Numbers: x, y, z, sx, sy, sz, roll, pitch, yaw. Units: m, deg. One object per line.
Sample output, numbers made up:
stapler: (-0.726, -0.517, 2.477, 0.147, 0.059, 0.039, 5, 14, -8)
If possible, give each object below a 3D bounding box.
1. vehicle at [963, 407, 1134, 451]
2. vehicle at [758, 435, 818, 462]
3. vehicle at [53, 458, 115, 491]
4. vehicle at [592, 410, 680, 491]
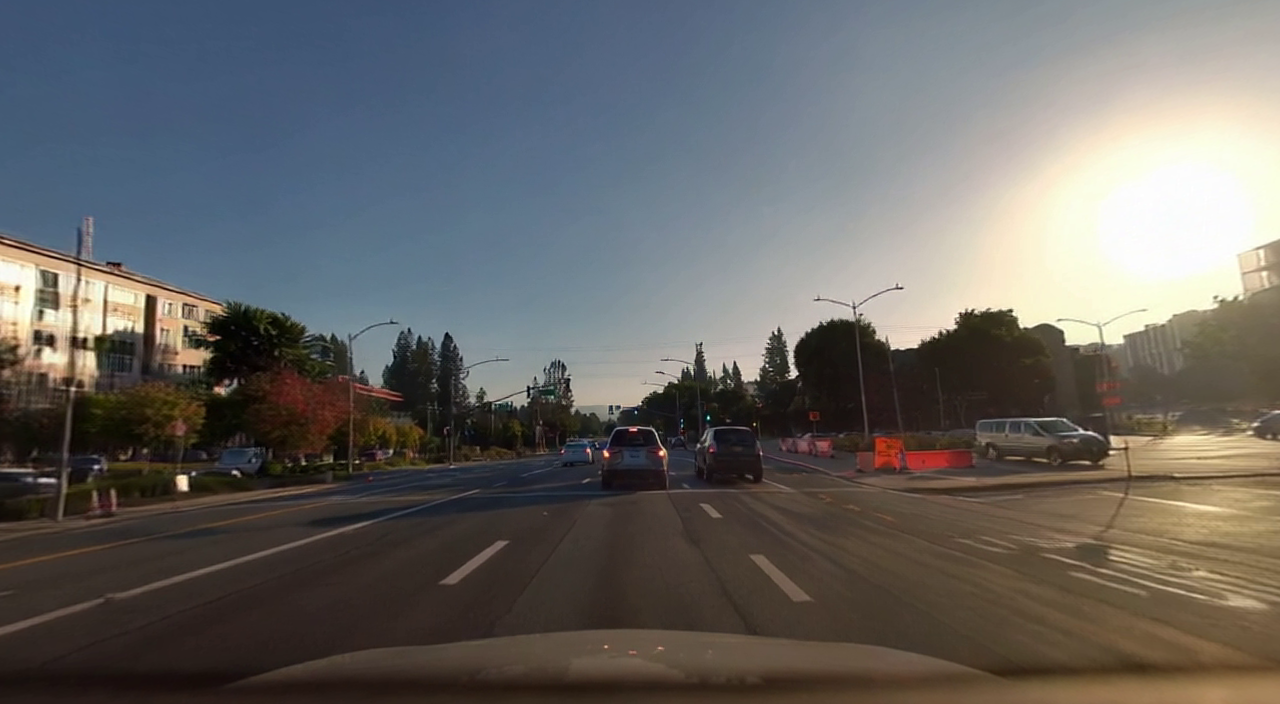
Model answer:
vehicle: (14.907, 2.899, 23.219, 4.986, 1.467, 2.025, -6, -10, 34)
vehicle: (9.034, 5.834, 38.221, 2.145, 1.503, 4.267, -6, -10, 33)
vehicle: (-33.363, 7.285, 37.720, 4.692, 1.720, 1.941, -7, -11, 40)
vehicle: (-0.220, 3.066, 19.763, 2.350, 2.122, 5.801, 0, -9, -2)
